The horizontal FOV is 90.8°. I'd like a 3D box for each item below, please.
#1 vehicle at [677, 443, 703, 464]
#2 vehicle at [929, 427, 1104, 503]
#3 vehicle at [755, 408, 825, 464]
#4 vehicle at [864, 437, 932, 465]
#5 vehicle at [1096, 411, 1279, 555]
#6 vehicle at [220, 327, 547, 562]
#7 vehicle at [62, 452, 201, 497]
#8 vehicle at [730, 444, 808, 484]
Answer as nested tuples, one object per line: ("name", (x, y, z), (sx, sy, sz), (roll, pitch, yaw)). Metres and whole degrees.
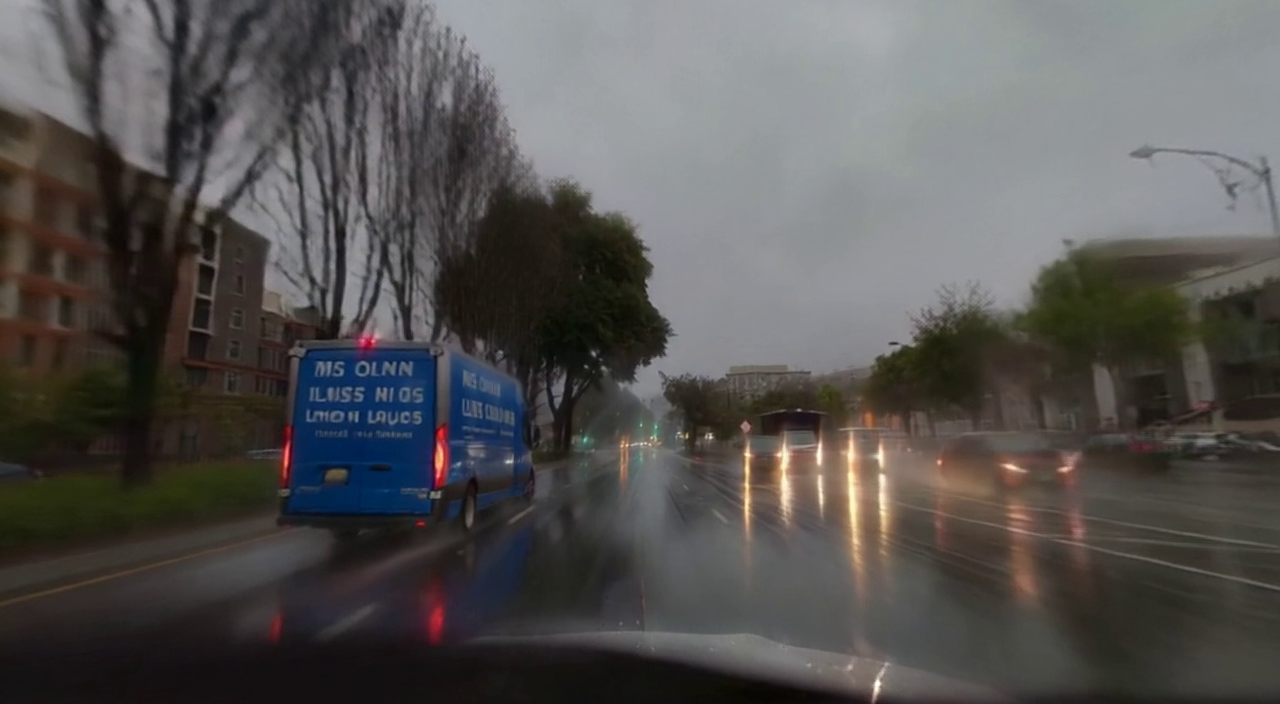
("vehicle", (3.863, 7.811, 48.956), (1.878, 1.534, 4.120), (-1, -8, 4))
("vehicle", (9.261, 2.795, 16.017), (1.814, 1.646, 4.133), (0, -8, -1))
("vehicle", (9.501, 5.486, 40.916), (2.882, 3.208, 7.609), (-1, -8, 2))
("vehicle", (16.645, 6.348, 40.674), (4.698, 1.726, 2.046), (7, -11, -41))
("vehicle", (8.963, 1.737, 8.727), (2.085, 1.762, 4.198), (-3, -10, 0))
("vehicle", (-3.789, 1.692, 11.836), (2.763, 2.974, 7.562), (-1, -8, 2))
("vehicle", (-19.696, 4.733, 24.768), (1.819, 1.526, 4.329), (0, -8, 0))
("vehicle", (5.040, 4.433, 25.485), (2.127, 1.439, 5.034), (0, -8, 1))
